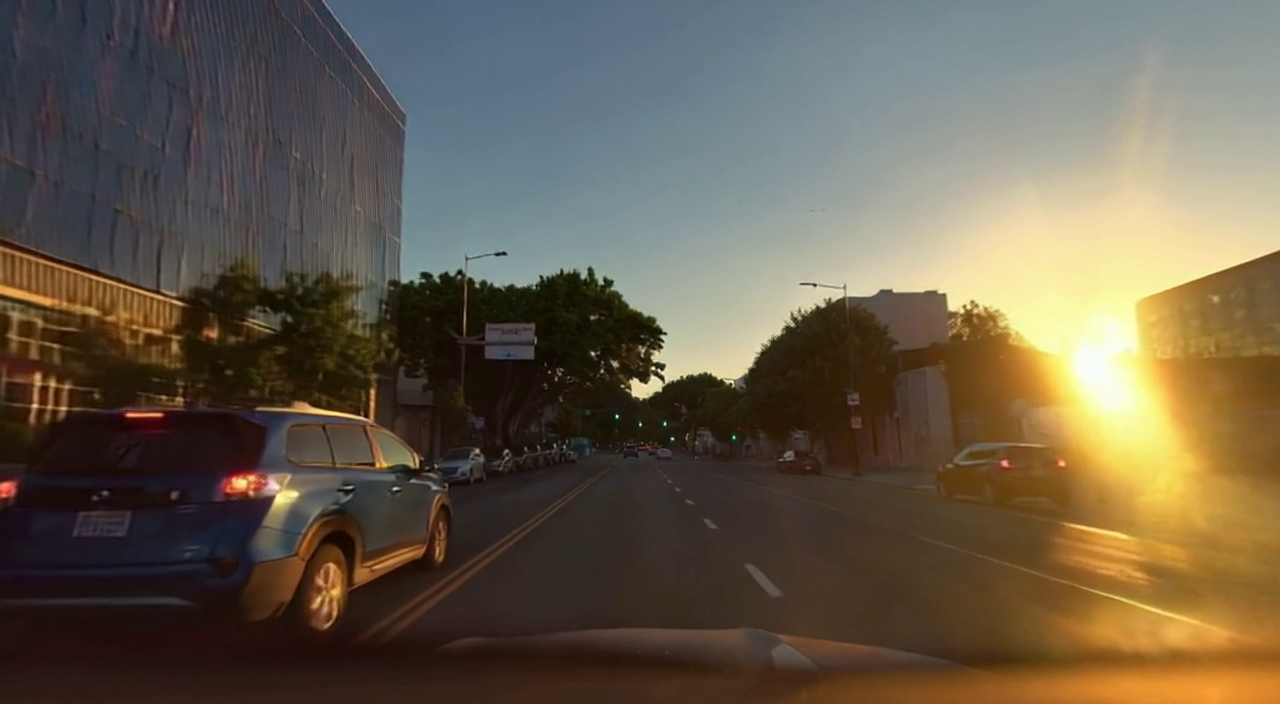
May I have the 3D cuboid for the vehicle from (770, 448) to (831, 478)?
[{"bbox_3d":[8.694,6.037,34.649,1.954,1.478,4.625,0,-8,-2],"label":"vehicle"}]

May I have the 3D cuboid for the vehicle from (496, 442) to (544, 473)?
[{"bbox_3d":[-6.947,6.141,37.123,1.848,1.710,4.354,-1,-8,2],"label":"vehicle"}]

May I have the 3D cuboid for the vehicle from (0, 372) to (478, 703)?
[{"bbox_3d":[-3.030,1.304,5.577,2.002,1.756,4.366,0,-8,0],"label":"vehicle"}]

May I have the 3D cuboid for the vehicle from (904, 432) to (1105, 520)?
[{"bbox_3d":[9.250,3.154,16.822,2.129,1.929,5.537,-1,-8,1],"label":"vehicle"}]
